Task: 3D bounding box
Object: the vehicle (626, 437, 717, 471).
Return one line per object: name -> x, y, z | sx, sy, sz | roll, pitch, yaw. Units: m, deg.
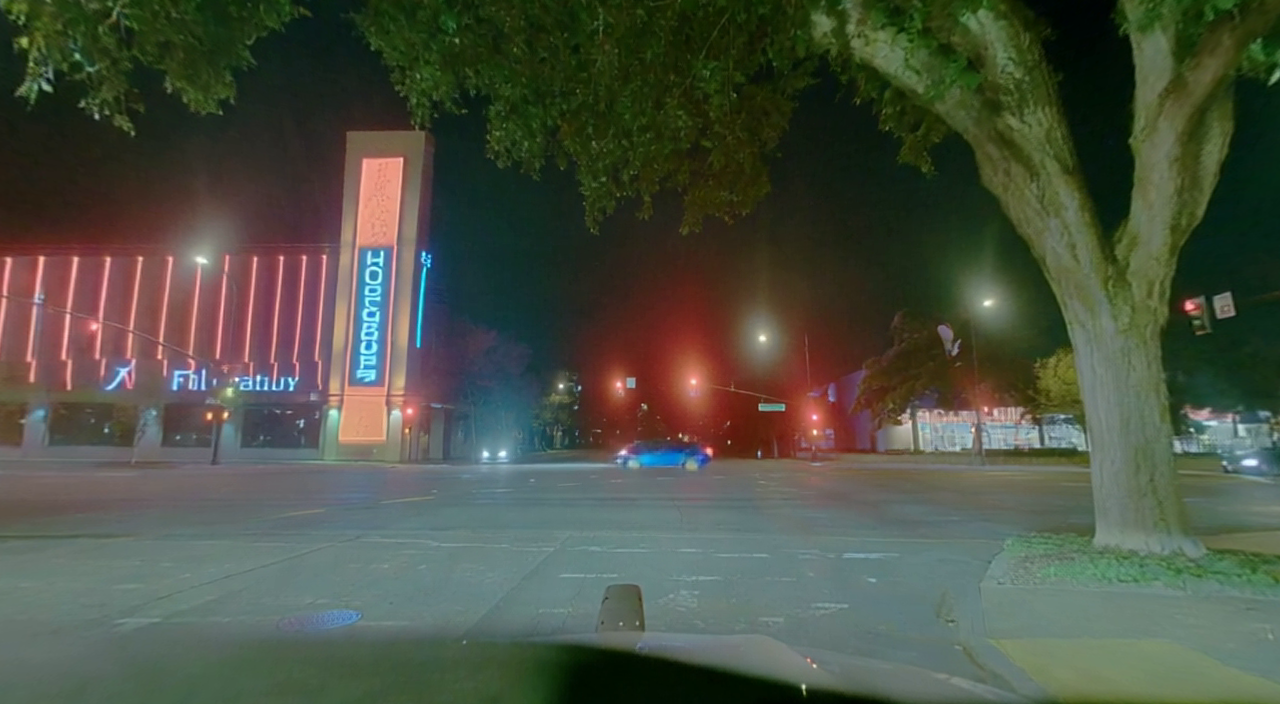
vehicle -> 1.611, 5.460, 33.888 | 4.639, 1.699, 2.030 | 0, -9, -4
